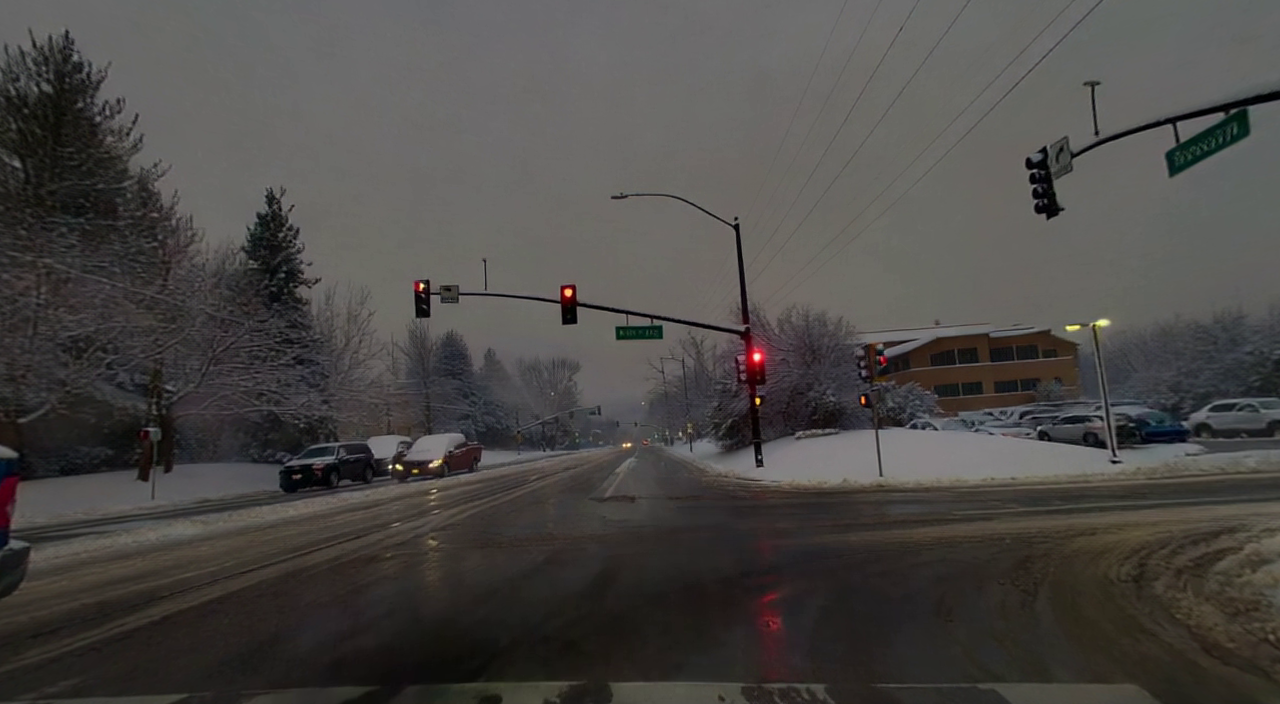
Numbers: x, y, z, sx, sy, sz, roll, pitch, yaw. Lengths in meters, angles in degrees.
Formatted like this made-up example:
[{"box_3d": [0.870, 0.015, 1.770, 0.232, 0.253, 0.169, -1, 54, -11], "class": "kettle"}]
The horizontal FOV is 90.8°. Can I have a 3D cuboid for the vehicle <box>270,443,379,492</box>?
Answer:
[{"box_3d": [-13.789, 5.060, 28.063, 2.306, 1.957, 4.968, 0, -9, -1], "class": "vehicle"}]

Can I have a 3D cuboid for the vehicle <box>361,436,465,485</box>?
[{"box_3d": [-10.156, 4.925, 28.989, 2.664, 1.940, 5.702, -1, -9, 0], "class": "vehicle"}]

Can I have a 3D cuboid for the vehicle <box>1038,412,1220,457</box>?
[{"box_3d": [16.903, 2.912, 22.131, 4.560, 1.453, 1.851, -3, -9, 18], "class": "vehicle"}]
